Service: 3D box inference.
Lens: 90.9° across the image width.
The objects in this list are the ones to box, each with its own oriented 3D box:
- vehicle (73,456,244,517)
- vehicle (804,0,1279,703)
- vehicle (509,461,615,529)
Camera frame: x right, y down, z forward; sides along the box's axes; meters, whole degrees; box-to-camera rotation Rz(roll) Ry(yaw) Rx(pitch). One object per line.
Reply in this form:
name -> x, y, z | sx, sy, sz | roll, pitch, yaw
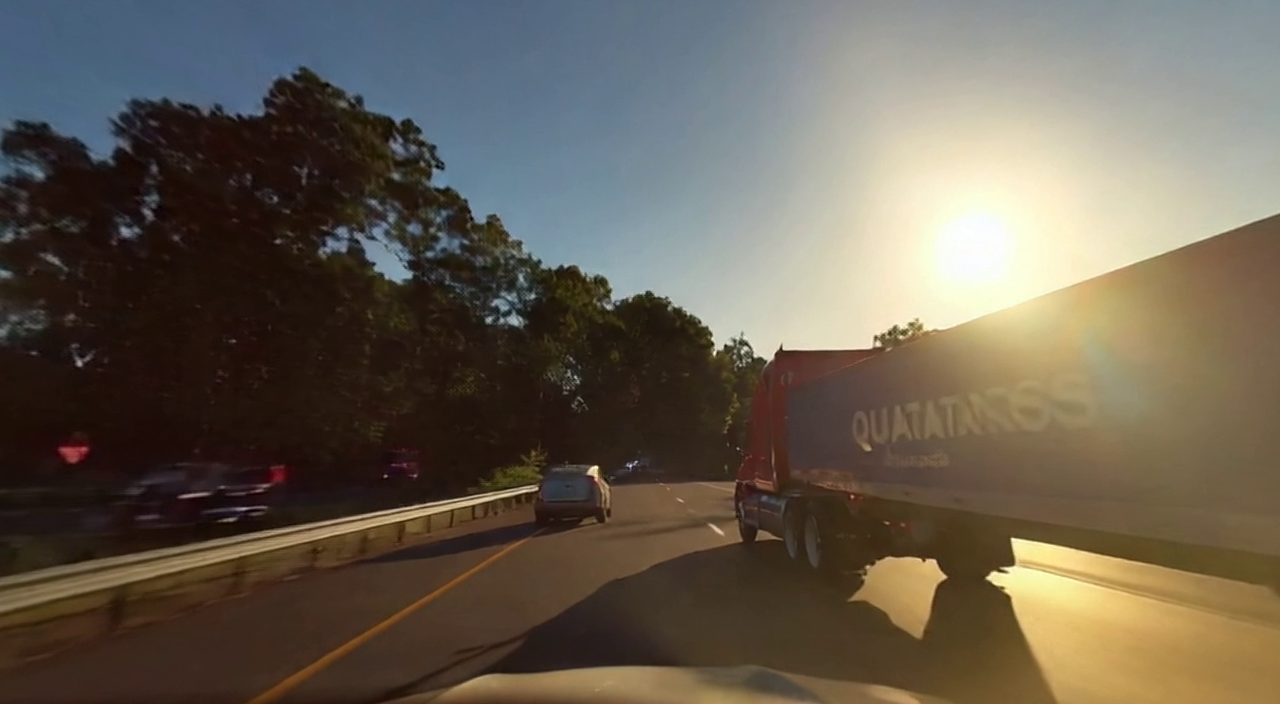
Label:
vehicle -> -16.213, 4.553, 21.658 | 2.045, 1.809, 4.762 | 1, -10, 0
vehicle -> 3.833, 0.097, 3.299 | 2.871, 4.032, 10.642 | 1, -10, -1
vehicle -> -1.734, 3.392, 15.346 | 2.032, 1.407, 3.641 | 0, -10, 1
